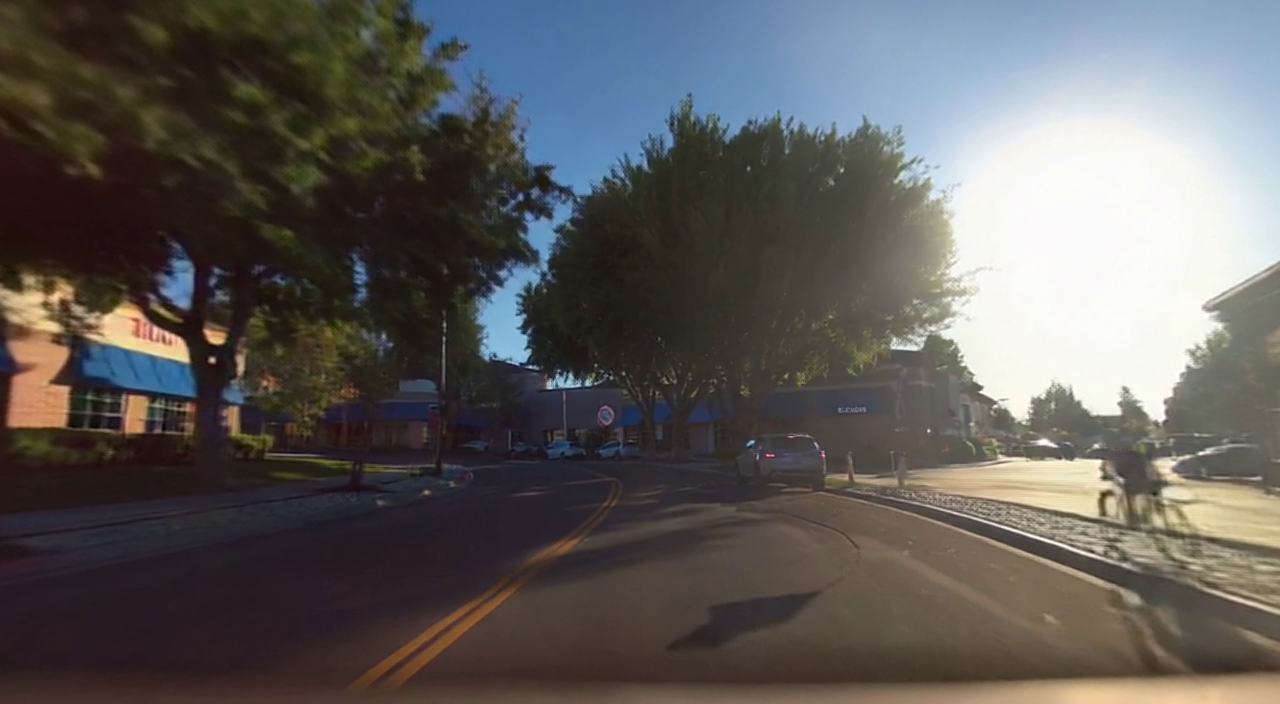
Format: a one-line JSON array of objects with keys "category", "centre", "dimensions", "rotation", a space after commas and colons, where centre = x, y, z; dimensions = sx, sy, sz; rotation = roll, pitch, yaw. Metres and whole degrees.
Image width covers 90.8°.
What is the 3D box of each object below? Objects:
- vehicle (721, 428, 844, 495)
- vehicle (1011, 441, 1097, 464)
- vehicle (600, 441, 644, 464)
[{"category": "vehicle", "centre": [4.154, 3.316, 19.535], "dimensions": [2.292, 1.767, 5.128], "rotation": [0, -8, -4]}, {"category": "vehicle", "centre": [29.925, 7.277, 45.803], "dimensions": [1.815, 1.574, 4.800], "rotation": [7, -11, -40]}, {"category": "vehicle", "centre": [-1.422, 7.672, 48.177], "dimensions": [2.007, 1.639, 4.444], "rotation": [3, -9, -21]}]
